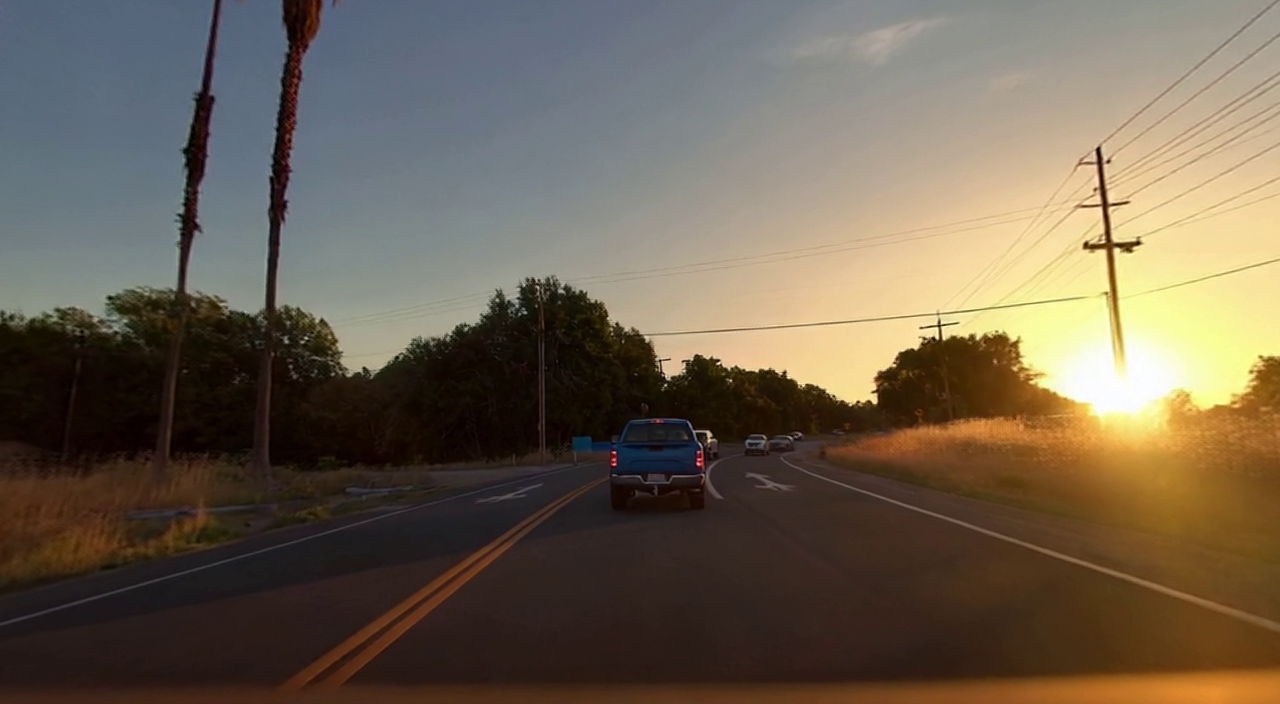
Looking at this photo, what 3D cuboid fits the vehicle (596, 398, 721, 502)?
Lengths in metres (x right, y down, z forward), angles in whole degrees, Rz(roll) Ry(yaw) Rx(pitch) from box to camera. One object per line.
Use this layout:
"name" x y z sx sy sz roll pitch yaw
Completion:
"vehicle" 0.539 2.569 16.735 2.693 2.223 5.885 -1 -8 3
